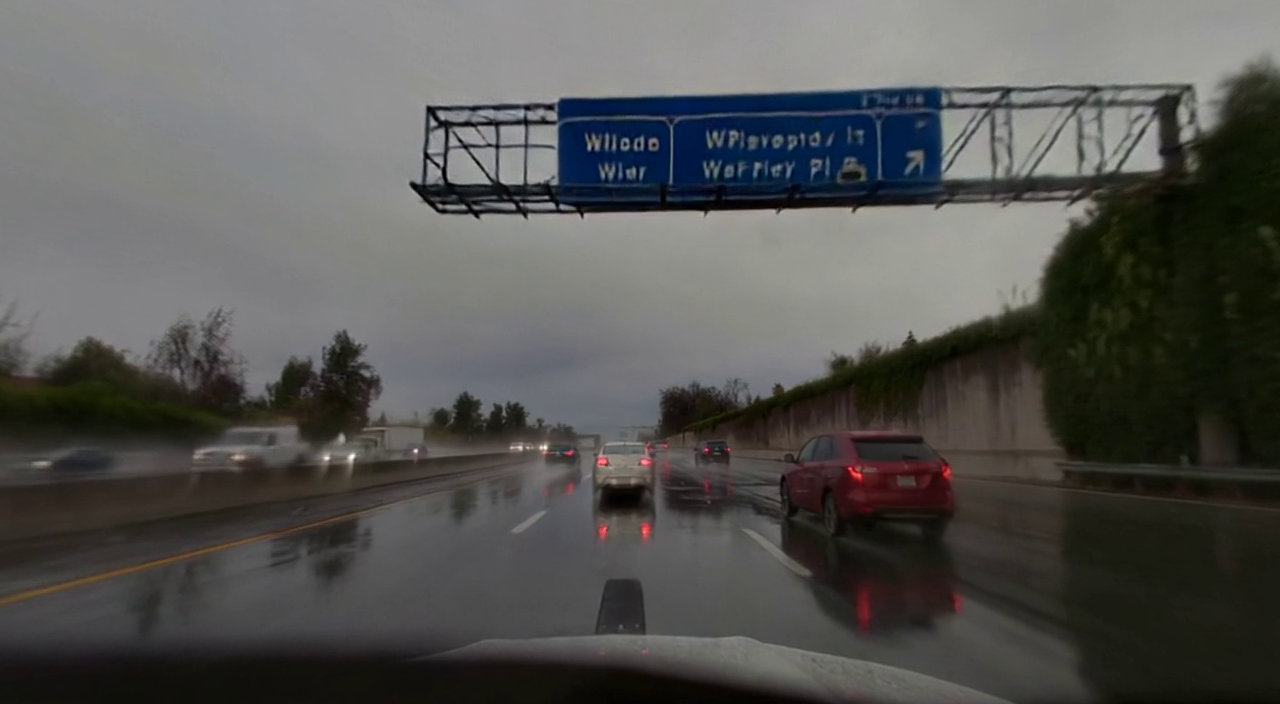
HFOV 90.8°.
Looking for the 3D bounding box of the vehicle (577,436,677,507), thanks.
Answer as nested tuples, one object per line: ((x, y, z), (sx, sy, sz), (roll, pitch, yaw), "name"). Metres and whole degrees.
((-0.323, 2.823, 15.359), (2.098, 1.475, 3.997), (0, -8, -2), "vehicle")

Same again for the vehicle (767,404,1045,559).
((3.615, 1.870, 9.851), (2.162, 1.800, 4.693), (0, -9, -2), "vehicle")

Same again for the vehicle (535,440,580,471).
((-4.985, 6.338, 38.919), (2.218, 1.776, 5.031), (0, -9, -1), "vehicle")

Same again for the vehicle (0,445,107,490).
((-21.935, 4.078, 22.658), (2.141, 1.462, 4.057), (0, -9, -2), "vehicle")

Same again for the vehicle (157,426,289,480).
((-17.973, 4.385, 27.675), (2.233, 2.092, 5.457), (0, -9, -3), "vehicle")
